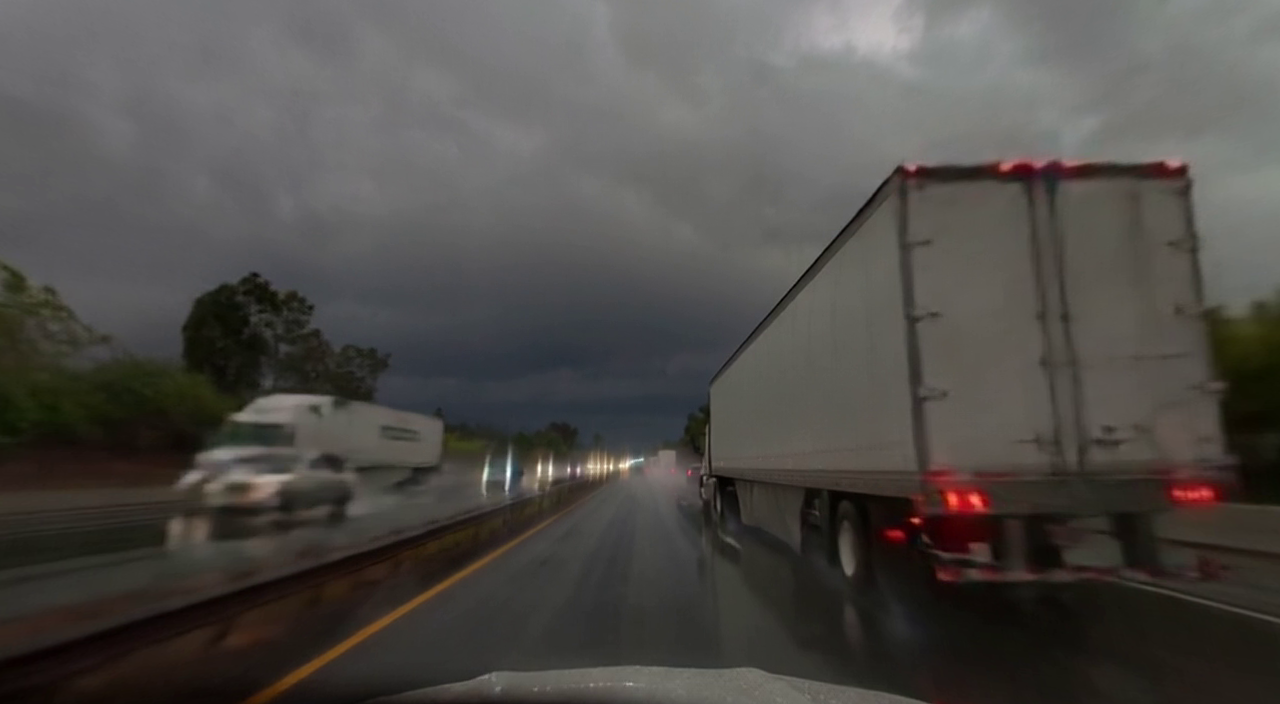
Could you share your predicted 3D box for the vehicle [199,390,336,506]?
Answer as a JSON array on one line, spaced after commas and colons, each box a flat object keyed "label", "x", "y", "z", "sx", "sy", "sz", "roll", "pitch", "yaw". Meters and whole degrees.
[{"label": "vehicle", "x": -13.611, "y": 3.567, "z": 23.311, "sx": 3.002, "sy": 3.951, "sz": 2.753, "roll": 1, "pitch": -10, "yaw": 0}]

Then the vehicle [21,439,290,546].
[{"label": "vehicle", "x": -9.345, "y": 2.752, "z": 12.763, "sx": 1.996, "sy": 1.740, "sz": 4.245, "roll": 1, "pitch": -10, "yaw": 0}]

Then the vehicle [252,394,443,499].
[{"label": "vehicle", "x": -13.616, "y": 4.960, "z": 31.658, "sx": 2.878, "sy": 4.073, "sz": 14.003, "roll": 1, "pitch": -10, "yaw": 0}]

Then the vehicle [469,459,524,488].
[{"label": "vehicle", "x": -9.730, "y": 8.315, "z": 43.252, "sx": 2.556, "sy": 1.770, "sz": 5.047, "roll": 1, "pitch": -10, "yaw": 0}]

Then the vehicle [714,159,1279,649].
[{"label": "vehicle", "x": 3.714, "y": 1.563, "z": 12.199, "sx": 2.863, "sy": 4.088, "sz": 14.040, "roll": 1, "pitch": -10, "yaw": 0}]
